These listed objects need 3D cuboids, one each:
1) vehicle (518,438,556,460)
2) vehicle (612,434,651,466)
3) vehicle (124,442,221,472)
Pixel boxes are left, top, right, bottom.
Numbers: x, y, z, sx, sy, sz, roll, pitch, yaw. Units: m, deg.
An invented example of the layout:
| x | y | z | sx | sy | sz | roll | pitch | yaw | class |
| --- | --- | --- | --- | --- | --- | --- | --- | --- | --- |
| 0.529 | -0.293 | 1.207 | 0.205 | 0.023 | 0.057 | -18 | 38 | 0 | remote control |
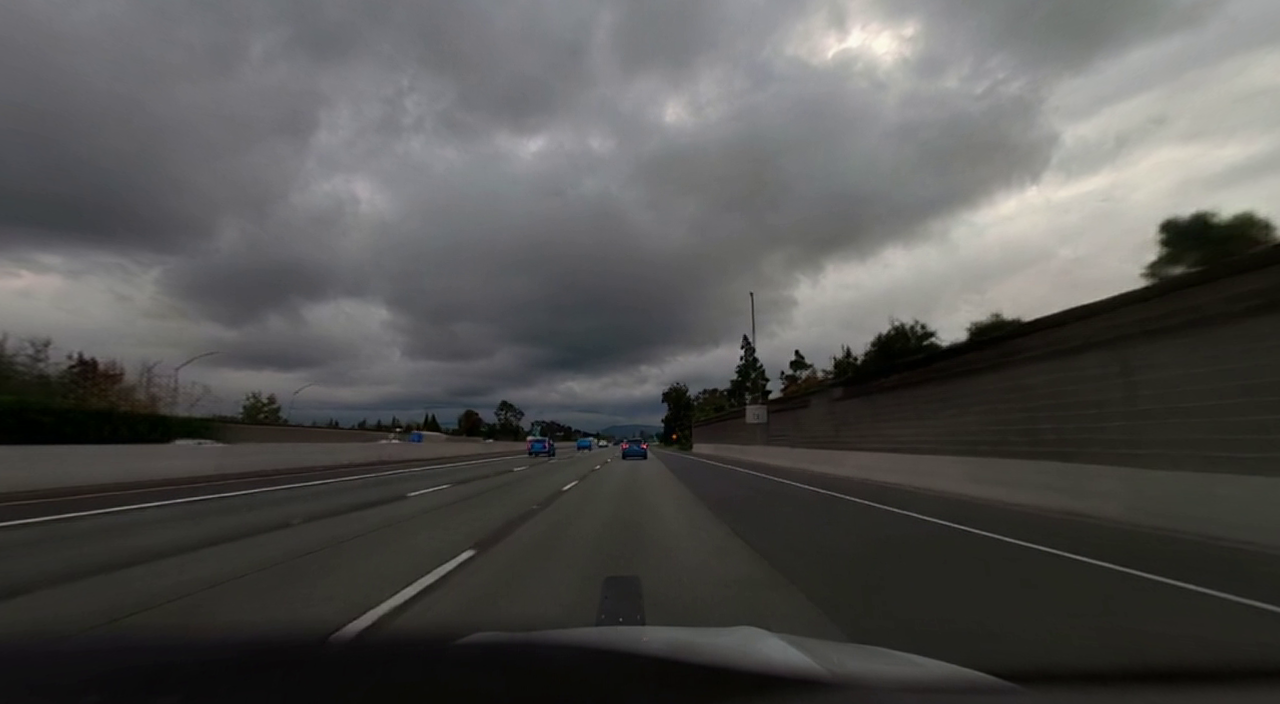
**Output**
| x | y | z | sx | sy | sz | roll | pitch | yaw | class |
| --- | --- | --- | --- | --- | --- | --- | --- | --- | --- |
| -7.506 | 7.169 | 46.439 | 2.019 | 1.523 | 4.396 | 0 | -8 | 1 | vehicle |
| -0.469 | 5.665 | 36.423 | 2.141 | 1.706 | 4.065 | 0 | -8 | 0 | vehicle |
| -25.266 | 5.667 | 34.279 | 1.822 | 1.531 | 4.471 | 0 | -8 | 0 | vehicle |
